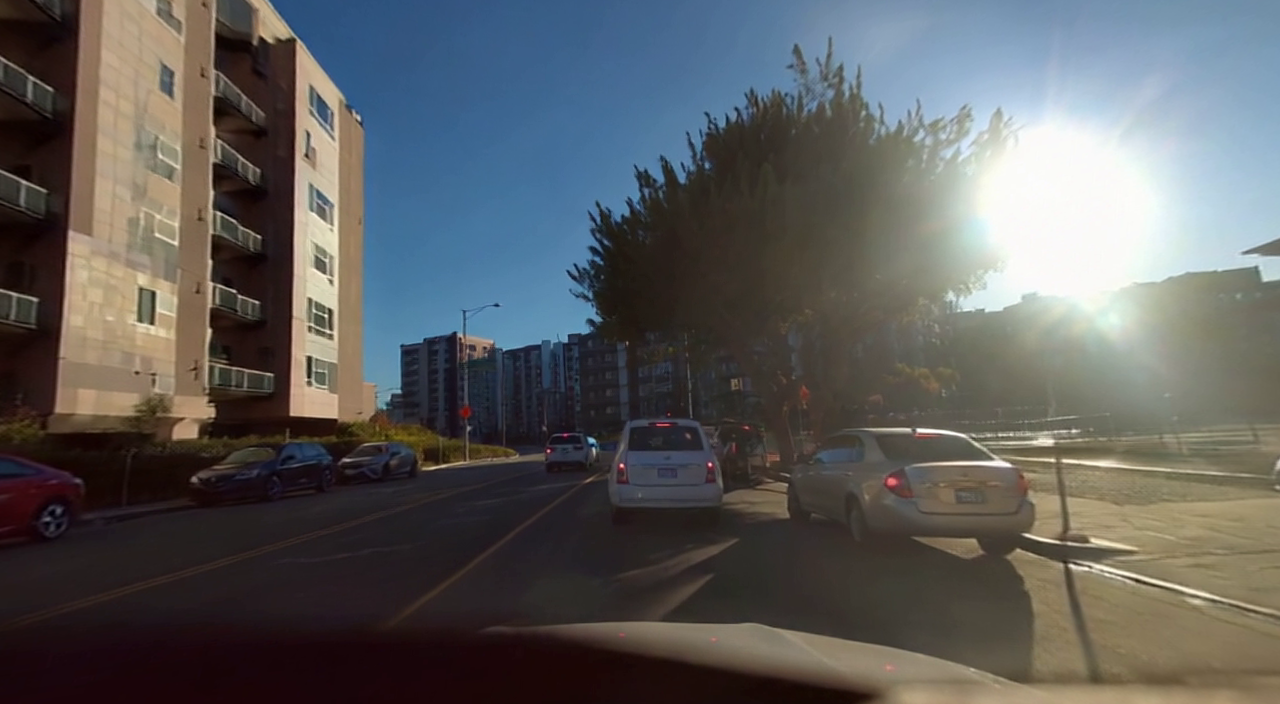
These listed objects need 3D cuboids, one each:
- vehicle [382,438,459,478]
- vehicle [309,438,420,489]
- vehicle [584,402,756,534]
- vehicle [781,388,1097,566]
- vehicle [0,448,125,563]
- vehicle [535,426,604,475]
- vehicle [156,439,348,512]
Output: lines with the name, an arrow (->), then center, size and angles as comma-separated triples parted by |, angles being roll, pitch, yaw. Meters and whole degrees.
vehicle -> -9.220, 4.472, 26.854 | 1.900, 1.577, 4.172 | 0, -8, -1
vehicle -> -9.352, 3.799, 21.846 | 1.955, 1.555, 4.424 | 0, -8, -2
vehicle -> 0.421, 1.841, 10.455 | 2.261, 1.740, 4.065 | 0, -8, 1
vehicle -> 3.627, 1.630, 8.898 | 2.158, 1.828, 4.573 | 0, -8, 0
vehicle -> -9.314, 1.967, 7.961 | 2.021, 1.474, 4.337 | 0, -8, -2
vehicle -> -2.688, 3.894, 25.031 | 2.219, 1.746, 4.197 | 0, -8, 0
vehicle -> -9.428, 3.003, 15.863 | 2.002, 1.546, 4.339 | 0, -8, 1
